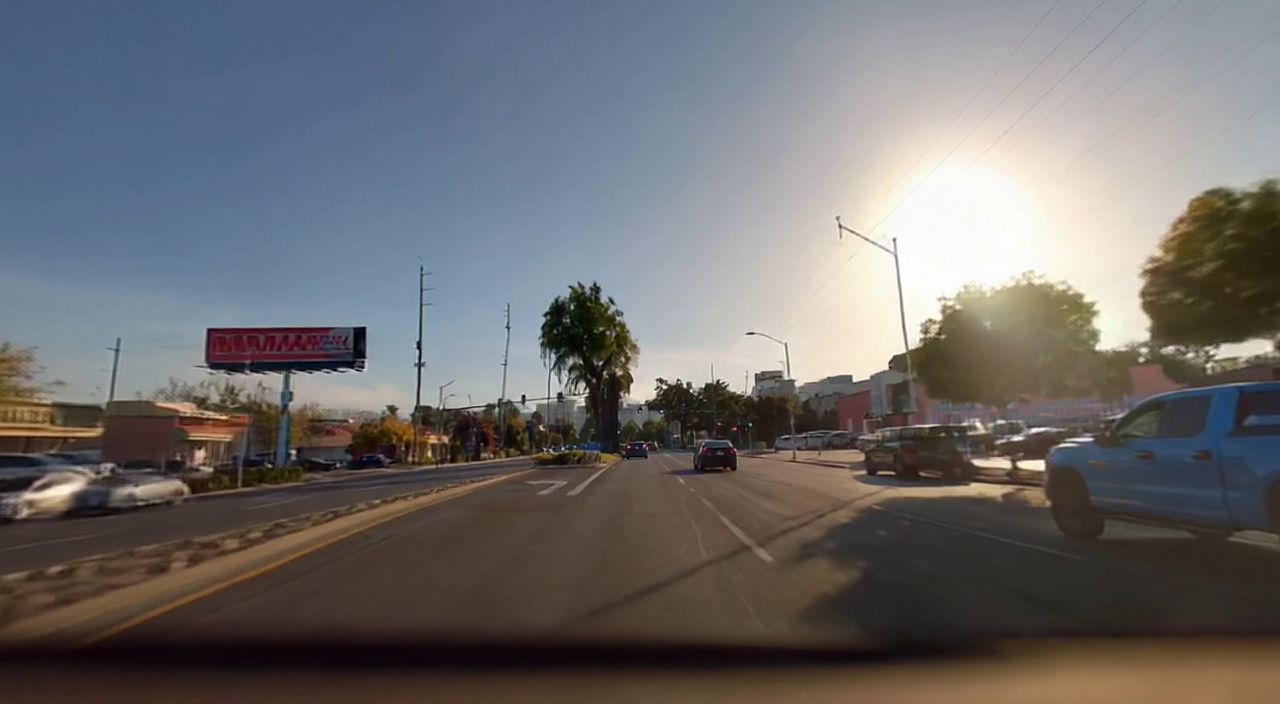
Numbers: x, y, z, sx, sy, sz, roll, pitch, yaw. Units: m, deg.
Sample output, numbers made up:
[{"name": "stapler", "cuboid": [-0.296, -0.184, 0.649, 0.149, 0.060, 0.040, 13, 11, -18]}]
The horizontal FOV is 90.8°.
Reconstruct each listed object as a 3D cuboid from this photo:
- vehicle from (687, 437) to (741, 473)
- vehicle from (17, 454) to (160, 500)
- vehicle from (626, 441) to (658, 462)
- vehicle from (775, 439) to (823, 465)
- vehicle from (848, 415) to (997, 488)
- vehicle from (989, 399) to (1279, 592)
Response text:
[{"name": "vehicle", "cuboid": [3.346, 4.751, 29.358, 1.889, 1.541, 4.303, 0, -9, -1]}, {"name": "vehicle", "cuboid": [-24.087, 5.450, 27.930, 2.029, 1.740, 4.856, 0, -9, -2]}, {"name": "vehicle", "cuboid": [0.164, 7.435, 47.209, 2.258, 1.468, 4.076, 0, -9, 0]}, {"name": "vehicle", "cuboid": [10.511, 6.645, 42.126, 1.965, 1.573, 4.308, 0, -9, -1]}, {"name": "vehicle", "cuboid": [10.265, 3.709, 23.889, 2.555, 2.184, 6.973, 3, -8, 1]}, {"name": "vehicle", "cuboid": [6.436, 1.437, 6.898, 2.140, 1.606, 5.437, 0, -9, 0]}]
